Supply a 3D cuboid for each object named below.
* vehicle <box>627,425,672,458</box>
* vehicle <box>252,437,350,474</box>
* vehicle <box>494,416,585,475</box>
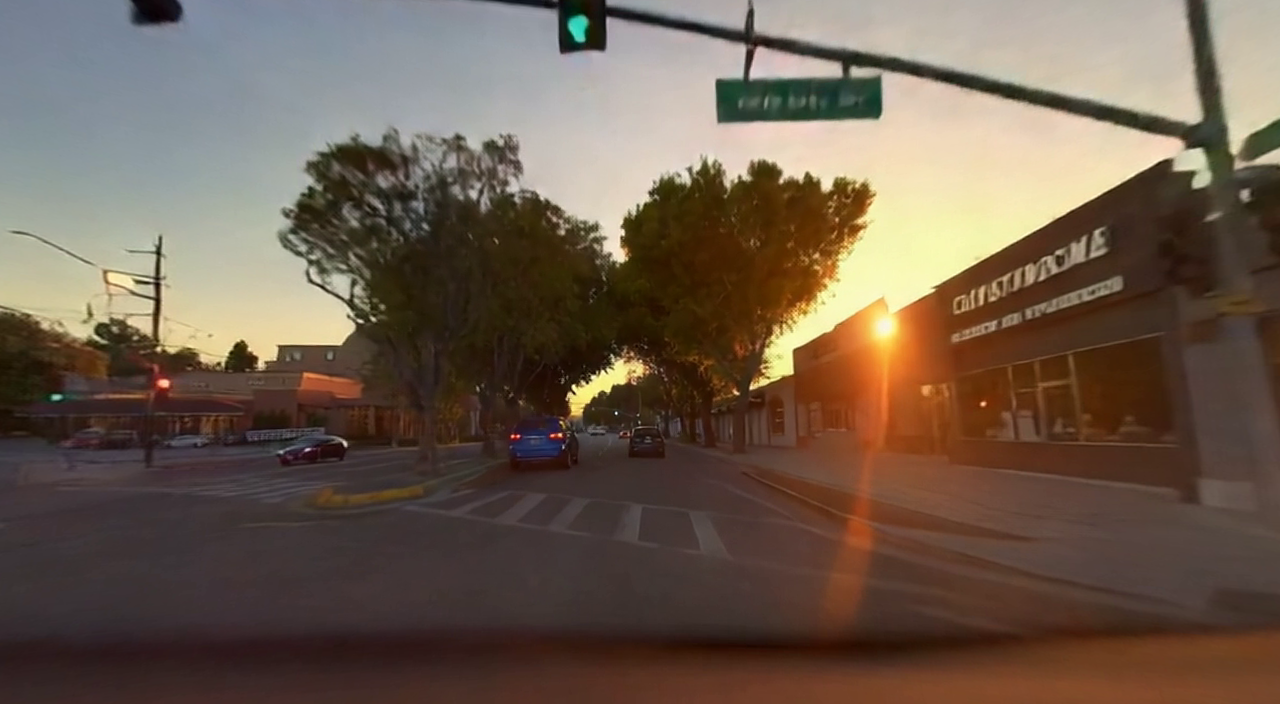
[{"bbox_3d":[0.418,4.472,31.624,2.103,1.487,4.101,-1,-8,0],"label":"vehicle"},{"bbox_3d":[-15.884,4.833,29.953,1.912,1.432,5.070,-3,-8,0],"label":"vehicle"},{"bbox_3d":[-3.287,3.202,21.912,2.464,1.777,5.128,0,-8,-1],"label":"vehicle"}]
